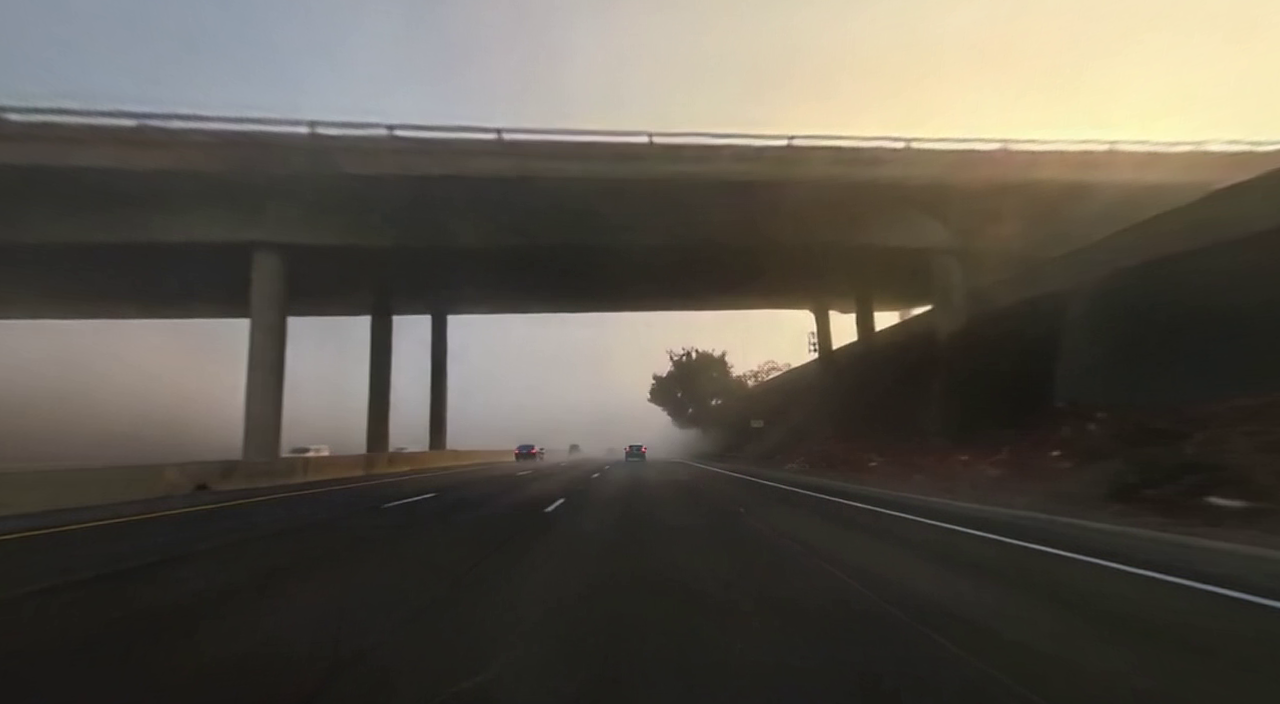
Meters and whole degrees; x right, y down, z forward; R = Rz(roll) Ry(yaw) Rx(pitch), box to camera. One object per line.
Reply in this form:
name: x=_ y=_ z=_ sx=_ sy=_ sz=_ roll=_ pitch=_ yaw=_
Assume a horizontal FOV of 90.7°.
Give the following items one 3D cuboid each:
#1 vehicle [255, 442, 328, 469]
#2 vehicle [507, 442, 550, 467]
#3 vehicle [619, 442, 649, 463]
vehicle: x=-25.448 y=7.556 z=46.471 sx=2.166 sy=1.769 sz=5.672 roll=0 pitch=-8 yaw=0
vehicle: x=-7.299 y=6.740 z=41.806 sx=1.994 sy=1.487 sz=4.605 roll=0 pitch=-8 yaw=0
vehicle: x=-0.507 y=7.435 z=46.805 sx=2.086 sy=1.472 sz=4.168 roll=0 pitch=-8 yaw=-2
